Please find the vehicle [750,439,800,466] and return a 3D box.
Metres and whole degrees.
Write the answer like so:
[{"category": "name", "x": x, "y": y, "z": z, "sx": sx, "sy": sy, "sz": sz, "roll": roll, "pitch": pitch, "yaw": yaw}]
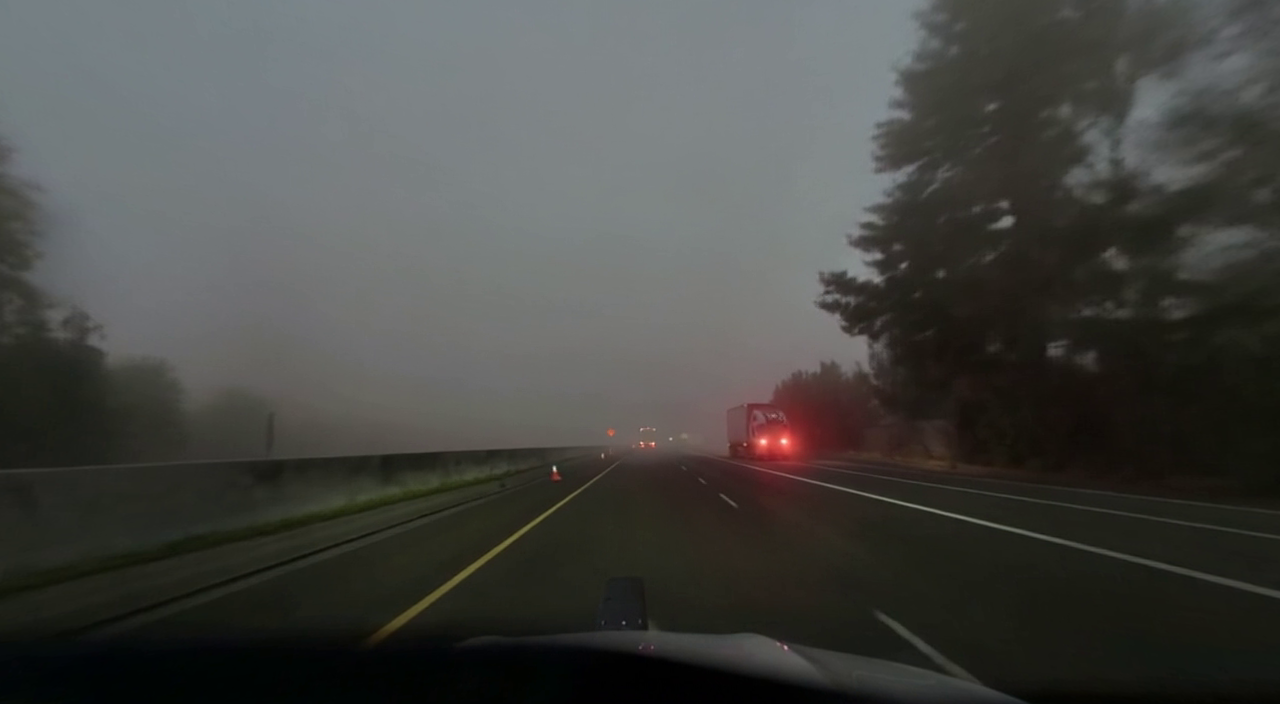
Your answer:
[{"category": "vehicle", "x": 8.565, "y": 6.394, "z": 40.310, "sx": 2.611, "sy": 1.607, "sz": 3.179, "roll": 0, "pitch": -9, "yaw": 2}]
